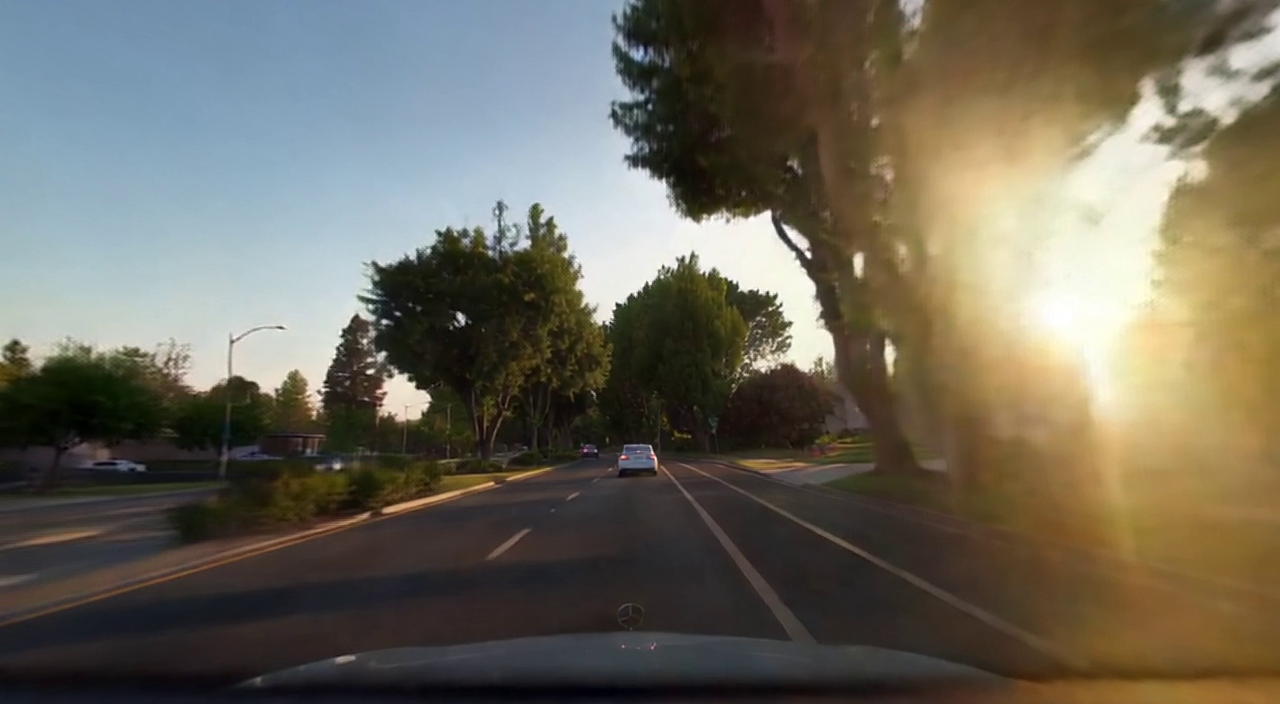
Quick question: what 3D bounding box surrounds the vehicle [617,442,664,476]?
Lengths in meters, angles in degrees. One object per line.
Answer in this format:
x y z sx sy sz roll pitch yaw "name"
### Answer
0.015 4.931 29.212 2.009 1.456 4.003 0 -8 0 "vehicle"
